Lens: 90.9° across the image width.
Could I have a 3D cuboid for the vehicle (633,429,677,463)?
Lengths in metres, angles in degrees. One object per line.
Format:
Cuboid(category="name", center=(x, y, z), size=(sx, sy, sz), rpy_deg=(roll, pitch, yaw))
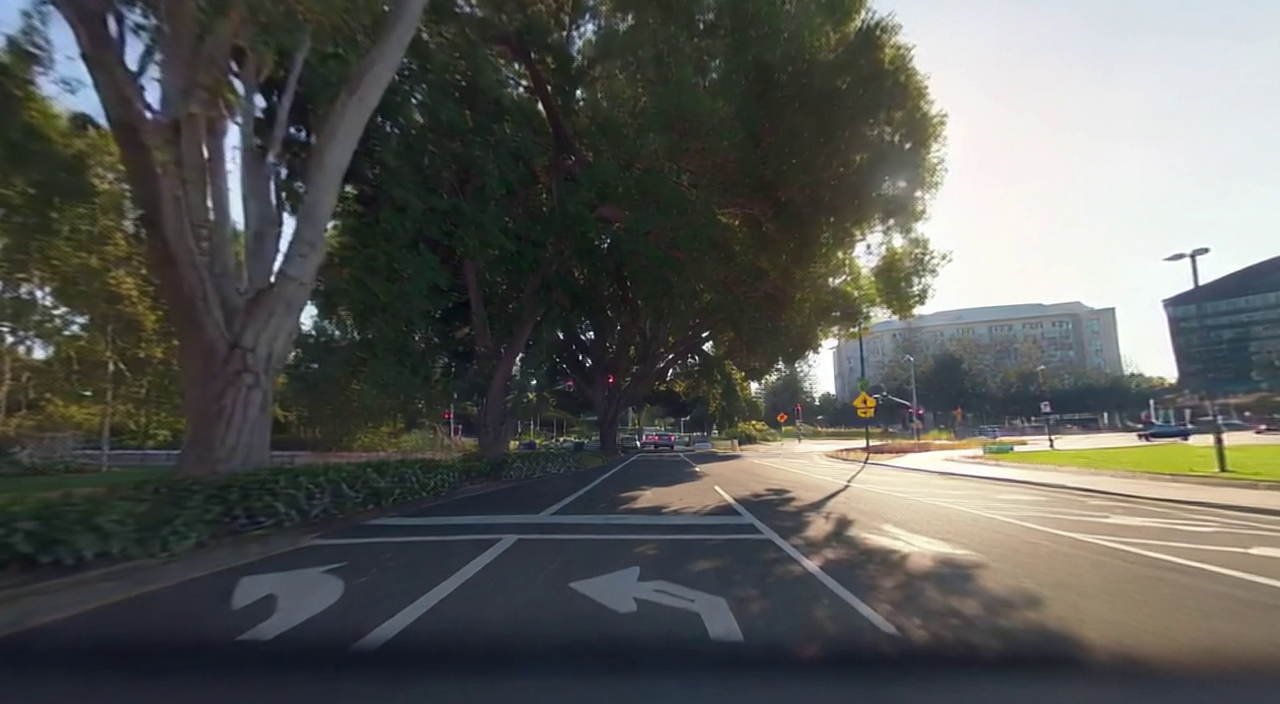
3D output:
Cuboid(category="vehicle", center=(0.844, 5.232, 35.025), size=(2.298, 1.770, 4.138), rpy_deg=(0, -8, 2))
